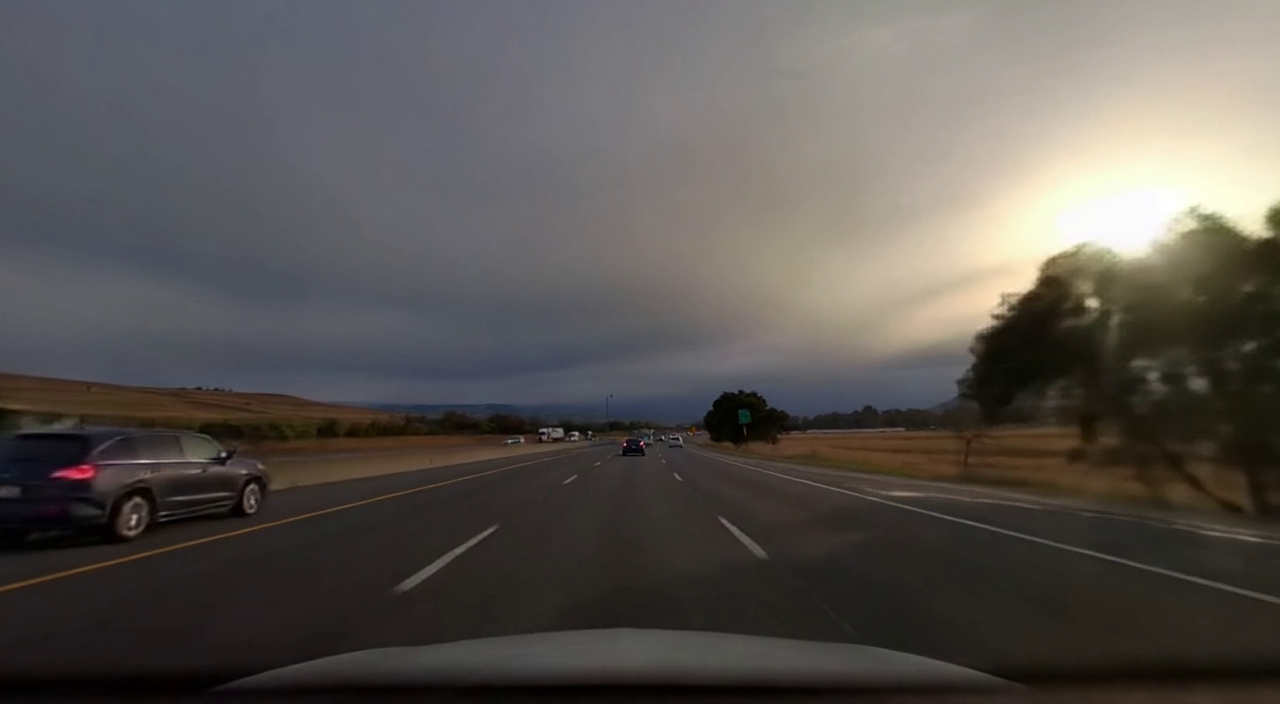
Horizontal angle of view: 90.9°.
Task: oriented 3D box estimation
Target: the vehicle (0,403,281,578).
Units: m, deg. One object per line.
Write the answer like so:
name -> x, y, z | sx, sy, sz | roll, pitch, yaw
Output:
vehicle -> -6.803, 1.572, 8.012 | 1.939, 1.601, 4.338 | 0, -8, 0

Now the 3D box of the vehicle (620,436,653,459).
vehicle -> -0.260, 6.438, 42.636 | 2.140, 1.475, 3.969 | 0, -8, 0
